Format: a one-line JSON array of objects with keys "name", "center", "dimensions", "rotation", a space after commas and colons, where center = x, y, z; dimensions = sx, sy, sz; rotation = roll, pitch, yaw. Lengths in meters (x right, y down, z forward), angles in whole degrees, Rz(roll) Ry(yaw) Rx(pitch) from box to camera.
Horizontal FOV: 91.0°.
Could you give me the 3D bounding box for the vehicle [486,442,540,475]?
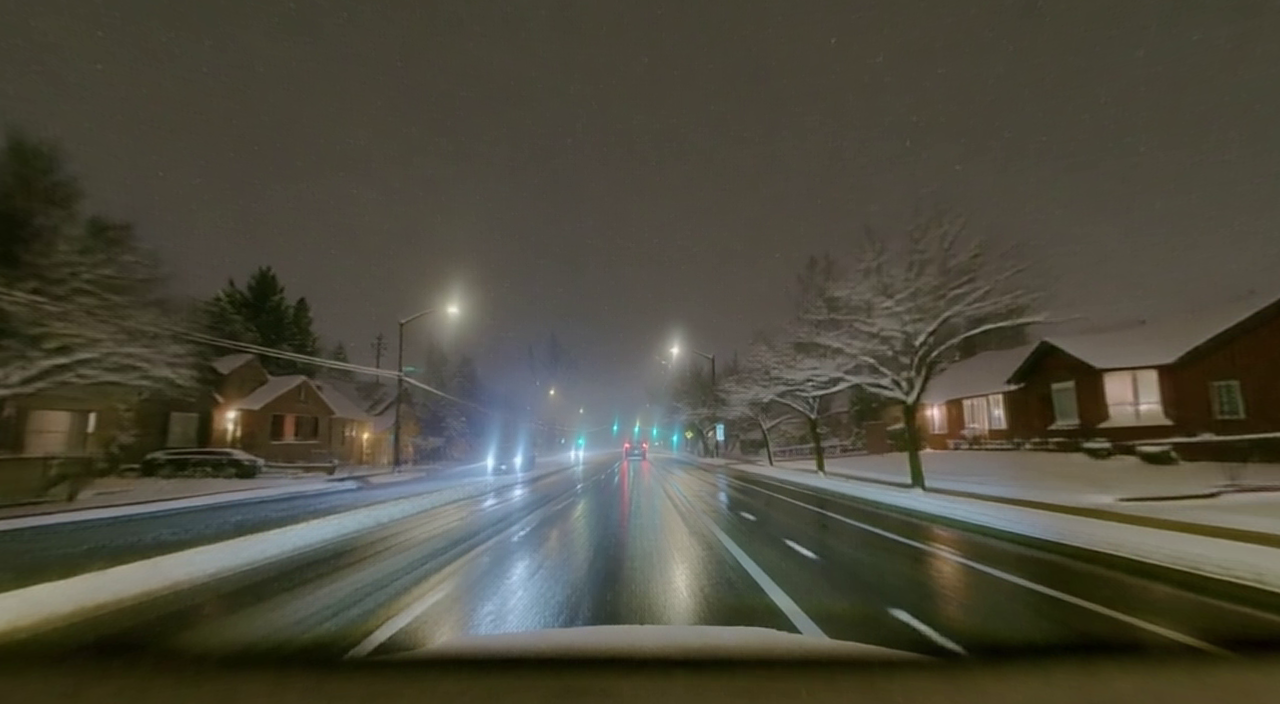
[{"name": "vehicle", "center": [-7.242, 6.080, 36.218], "dimensions": [2.165, 1.785, 4.222], "rotation": [0, -8, 1]}]
